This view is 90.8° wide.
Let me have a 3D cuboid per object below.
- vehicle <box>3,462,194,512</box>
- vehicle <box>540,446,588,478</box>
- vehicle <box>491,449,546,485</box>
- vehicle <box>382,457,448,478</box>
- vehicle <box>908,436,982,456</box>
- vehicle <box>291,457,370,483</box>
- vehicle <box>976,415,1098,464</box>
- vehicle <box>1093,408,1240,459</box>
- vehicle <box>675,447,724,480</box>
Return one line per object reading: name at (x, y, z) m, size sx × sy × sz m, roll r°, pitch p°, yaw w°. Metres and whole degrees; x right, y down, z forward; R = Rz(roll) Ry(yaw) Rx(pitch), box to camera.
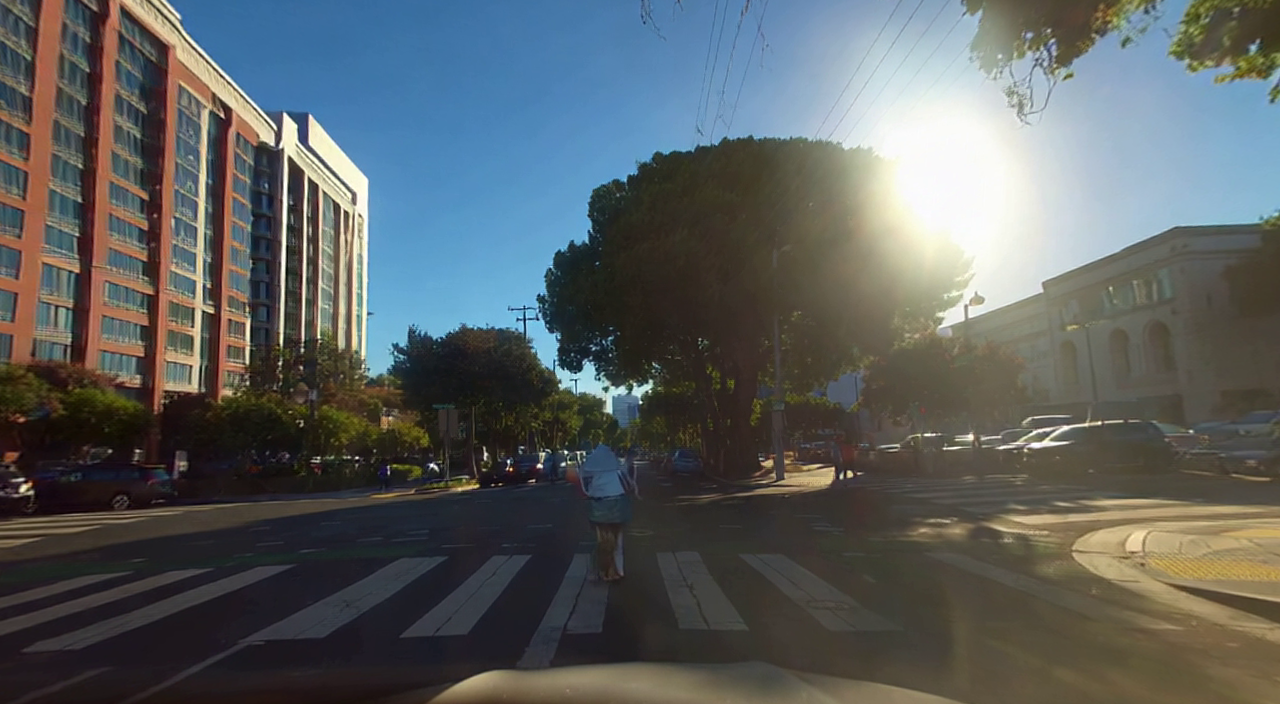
vehicle at (-17.315, 4.316, 20.368) m, size 4.439 × 1.448 × 1.793 m, roll 0°, pitch -9°, yaw 0°
vehicle at (-4.460, 6.536, 37.649) m, size 2.102 × 1.768 × 4.290 m, roll -1°, pitch -10°, yaw 3°
vehicle at (-7.616, 7.249, 40.247) m, size 2.193 × 1.814 × 5.061 m, roll -9°, pitch -8°, yaw 0°
vehicle at (-16.793, 8.645, 47.357) m, size 4.203 × 1.544 × 1.889 m, roll -1°, pitch -8°, yaw 2°
vehicle at (23.014, 7.084, 47.767) m, size 4.528 × 1.475 × 2.070 m, roll 0°, pitch -8°, yaw 3°
vehicle at (-23.225, 8.882, 47.471) m, size 4.844 × 1.836 × 2.117 m, roll -1°, pitch -8°, yaw 4°
vehicle at (16.743, 3.788, 26.992) m, size 2.041 × 1.921 × 4.574 m, roll 0°, pitch -9°, yaw -2°
vehicle at (22.304, 3.529, 27.140) m, size 2.137 × 1.962 × 4.988 m, roll -1°, pitch -8°, yaw 3°
vehicle at (3.298, 5.986, 34.227) m, size 1.942 × 1.603 × 3.785 m, roll 0°, pitch -8°, yaw 16°
